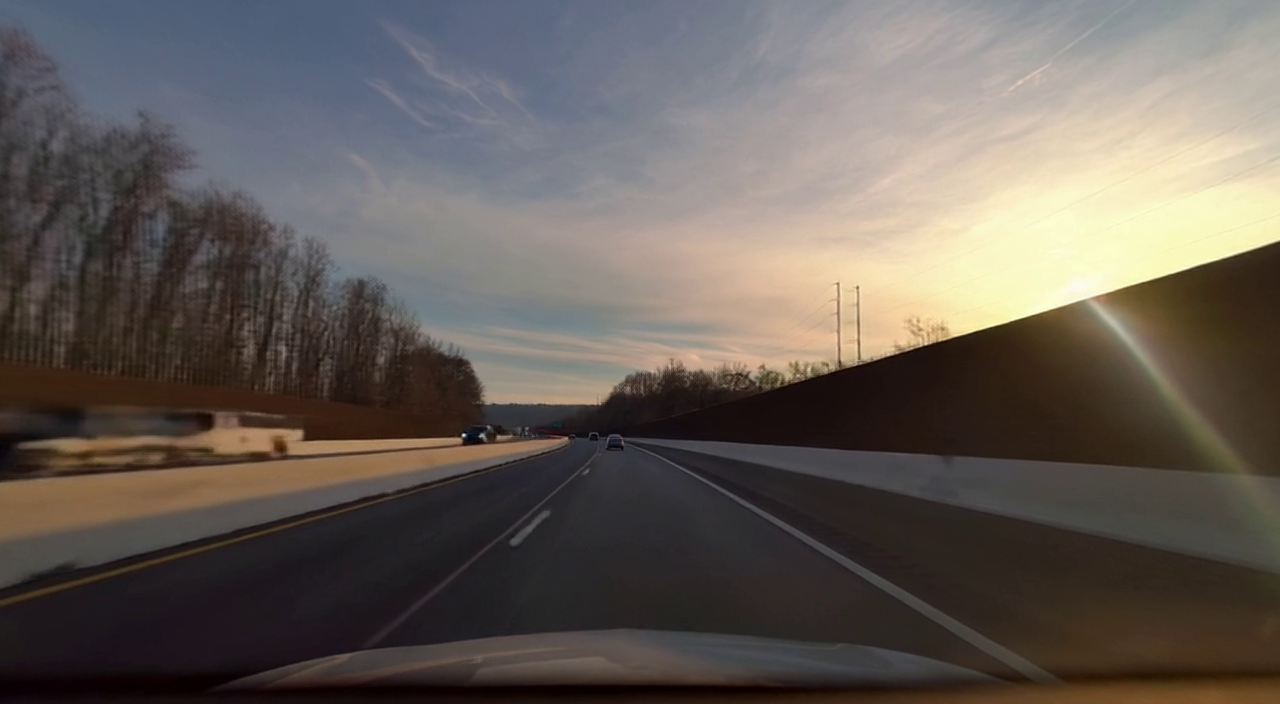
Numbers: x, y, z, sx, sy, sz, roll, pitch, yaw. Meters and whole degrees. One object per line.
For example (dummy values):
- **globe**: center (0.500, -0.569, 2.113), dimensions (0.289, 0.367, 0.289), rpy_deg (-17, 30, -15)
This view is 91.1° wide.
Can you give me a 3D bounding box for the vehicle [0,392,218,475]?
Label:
- **vehicle**: center (-15.027, 2.271, 18.068), dimensions (2.389, 1.895, 4.784), rpy_deg (4, -6, 0)
